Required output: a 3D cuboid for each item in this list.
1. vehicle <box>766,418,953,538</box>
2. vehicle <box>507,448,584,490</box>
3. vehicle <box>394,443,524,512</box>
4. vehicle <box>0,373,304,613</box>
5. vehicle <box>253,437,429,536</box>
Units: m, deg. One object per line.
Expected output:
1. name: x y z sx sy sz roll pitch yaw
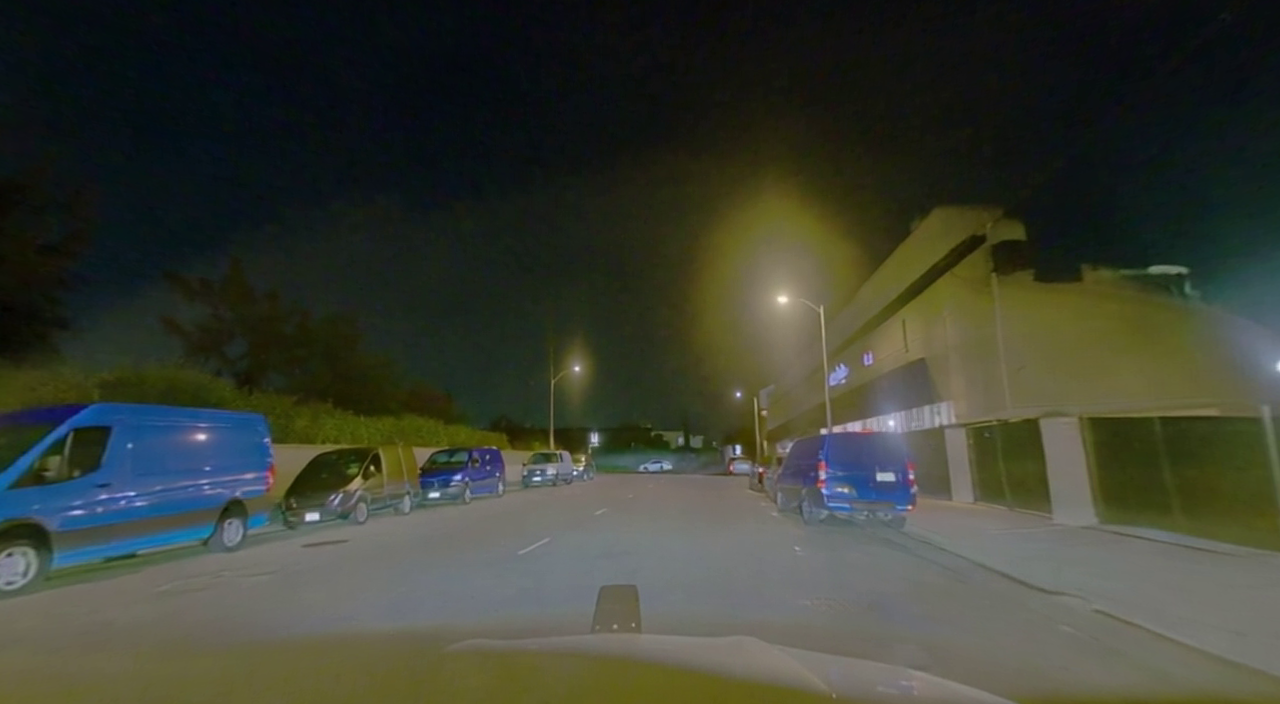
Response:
1. vehicle: 4.334 2.576 13.802 2.327 2.021 5.850 -1 -8 4
2. vehicle: -4.703 5.910 32.503 2.504 1.919 5.658 -1 -8 7
3. vehicle: -5.839 4.101 21.394 2.304 1.937 5.720 -2 -8 5
4. vehicle: -7.246 1.786 8.643 2.435 2.308 4.937 -5 -8 3
5. vehicle: -6.665 2.987 14.688 1.857 1.908 4.081 -1 -8 4
